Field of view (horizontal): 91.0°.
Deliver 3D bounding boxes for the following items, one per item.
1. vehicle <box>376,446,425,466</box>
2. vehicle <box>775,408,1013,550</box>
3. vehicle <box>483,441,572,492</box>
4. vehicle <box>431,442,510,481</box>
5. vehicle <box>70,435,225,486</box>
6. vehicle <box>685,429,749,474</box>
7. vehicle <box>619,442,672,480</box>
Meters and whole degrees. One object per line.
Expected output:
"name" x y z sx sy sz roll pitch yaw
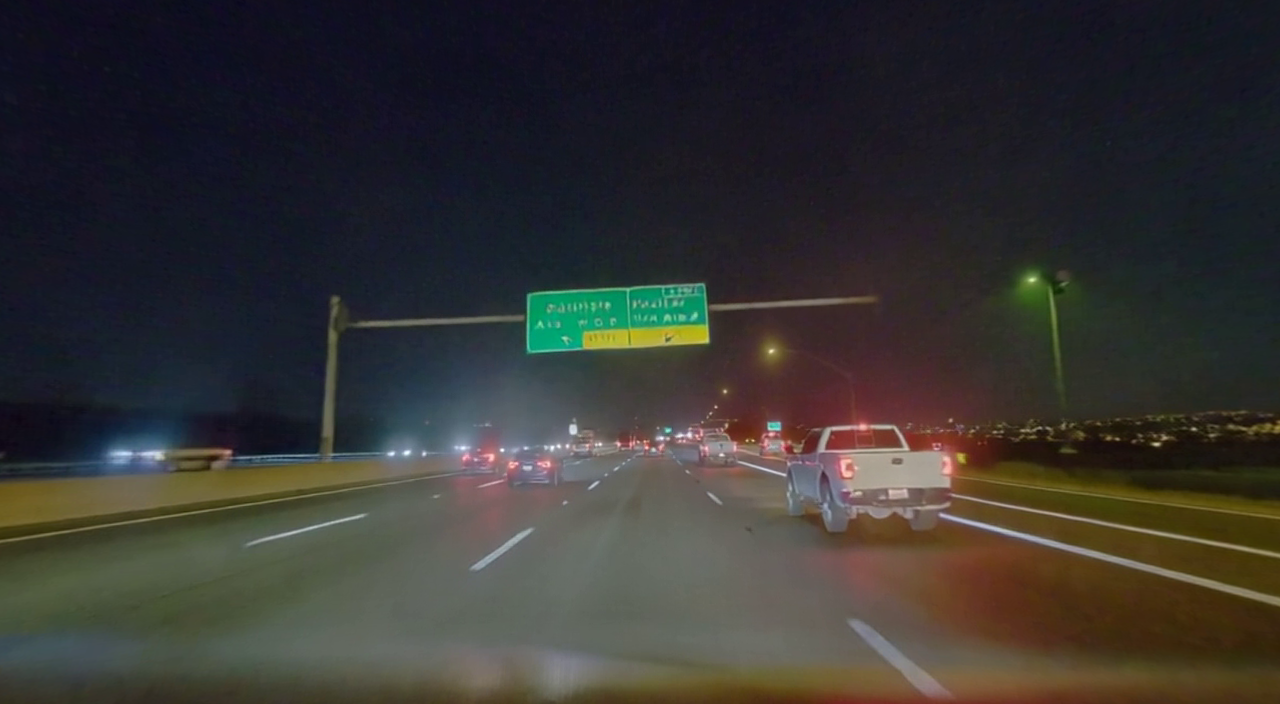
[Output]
"vehicle" -18.532 8.069 48.900 1.851 1.502 4.485 -1 -9 3
"vehicle" 3.649 1.925 10.102 2.045 1.768 4.249 0 -9 0
"vehicle" -3.612 3.760 21.049 1.996 1.488 4.451 0 -9 2
"vehicle" -7.287 4.750 27.582 2.065 1.519 4.491 0 -9 2
"vehicle" -20.010 4.432 25.974 2.176 1.901 5.057 0 -9 2
"vehicle" 4.009 5.371 34.047 2.802 2.151 6.579 0 -9 2
"vehicle" 0.254 4.627 26.930 2.071 1.478 4.130 0 -9 1
